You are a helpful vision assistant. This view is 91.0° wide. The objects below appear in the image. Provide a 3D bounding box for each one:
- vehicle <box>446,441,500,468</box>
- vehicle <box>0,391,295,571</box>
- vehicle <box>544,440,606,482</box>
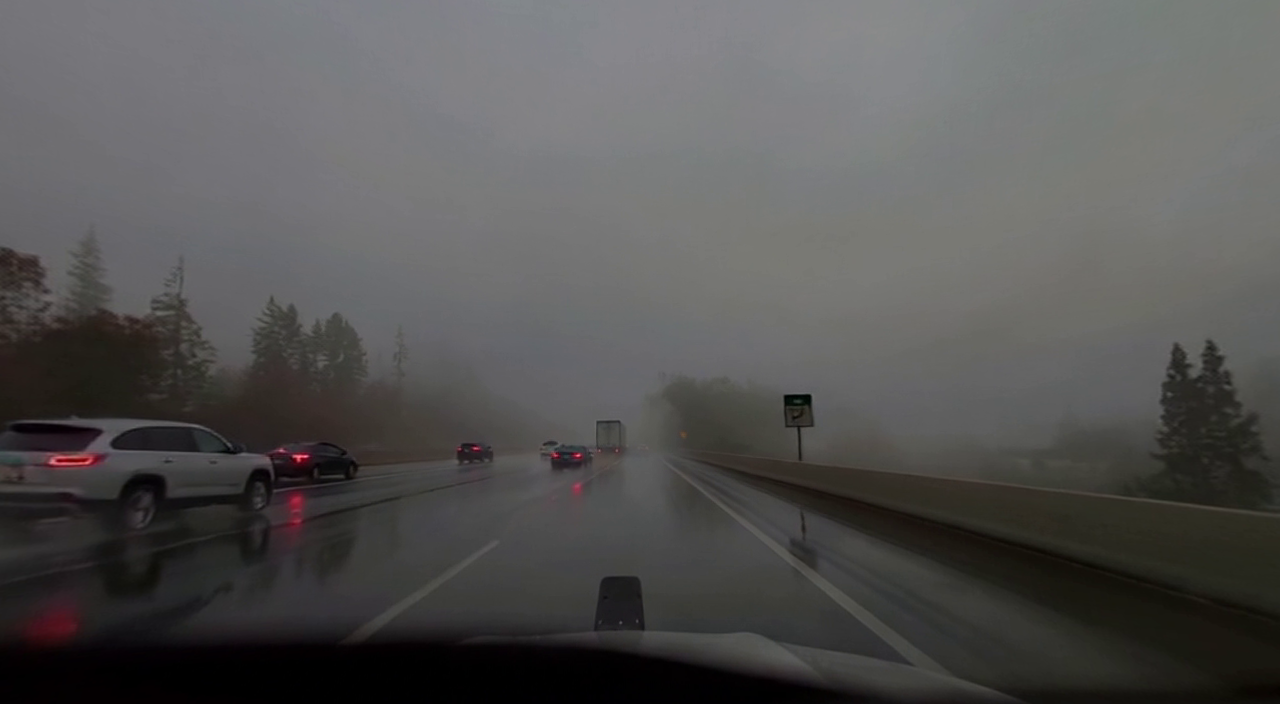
[{"bbox_3d":[-10.106,6.239,38.450,2.036,1.506,4.358,0,-8,1],"label":"vehicle"},{"bbox_3d":[-7.386,1.618,8.554,2.115,1.778,5.572,0,-8,2],"label":"vehicle"},{"bbox_3d":[-2.537,4.349,25.450,1.931,1.528,4.126,0,-8,2],"label":"vehicle"}]
